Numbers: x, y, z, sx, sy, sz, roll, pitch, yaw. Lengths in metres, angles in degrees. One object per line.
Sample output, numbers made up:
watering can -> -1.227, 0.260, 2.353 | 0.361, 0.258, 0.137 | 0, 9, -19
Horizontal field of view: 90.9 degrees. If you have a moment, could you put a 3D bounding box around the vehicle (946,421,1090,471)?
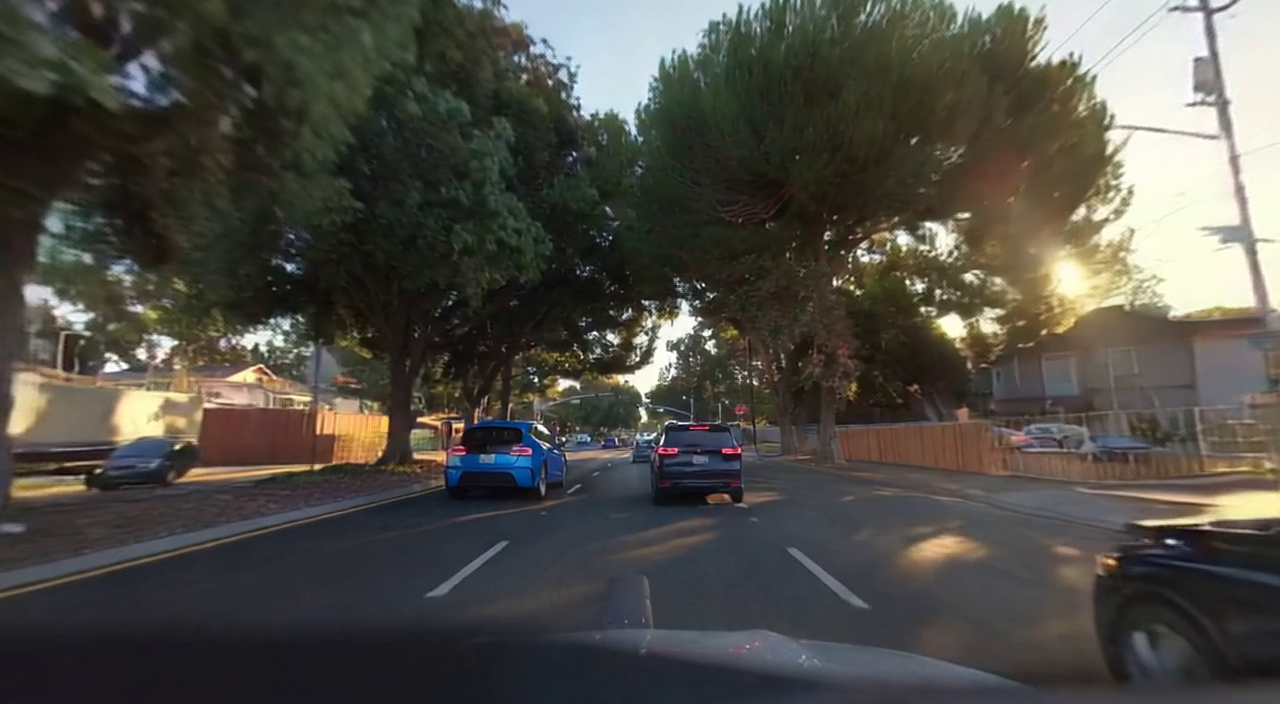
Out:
vehicle -> 15.974, 3.953, 27.008 | 2.032, 1.877, 4.876 | 1, -7, -25

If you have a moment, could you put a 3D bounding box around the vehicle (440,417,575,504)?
vehicle -> -2.827, 2.463, 14.717 | 2.043, 1.687, 4.676 | 0, -8, 1

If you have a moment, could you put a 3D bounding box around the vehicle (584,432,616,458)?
vehicle -> -2.916, 6.832, 46.282 | 2.014, 1.755, 4.360 | 0, -8, 1

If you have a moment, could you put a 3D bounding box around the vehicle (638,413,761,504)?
vehicle -> 1.151, 2.391, 14.502 | 2.280, 1.747, 4.361 | 0, -8, -2

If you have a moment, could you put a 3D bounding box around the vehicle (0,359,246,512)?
vehicle -> -15.109, 2.213, 16.427 | 2.901, 3.276, 9.720 | 0, -8, 3

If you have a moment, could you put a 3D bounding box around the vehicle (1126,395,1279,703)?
vehicle -> 3.543, 0.697, 0.944 | 2.017, 1.491, 4.611 | 0, -8, 1
